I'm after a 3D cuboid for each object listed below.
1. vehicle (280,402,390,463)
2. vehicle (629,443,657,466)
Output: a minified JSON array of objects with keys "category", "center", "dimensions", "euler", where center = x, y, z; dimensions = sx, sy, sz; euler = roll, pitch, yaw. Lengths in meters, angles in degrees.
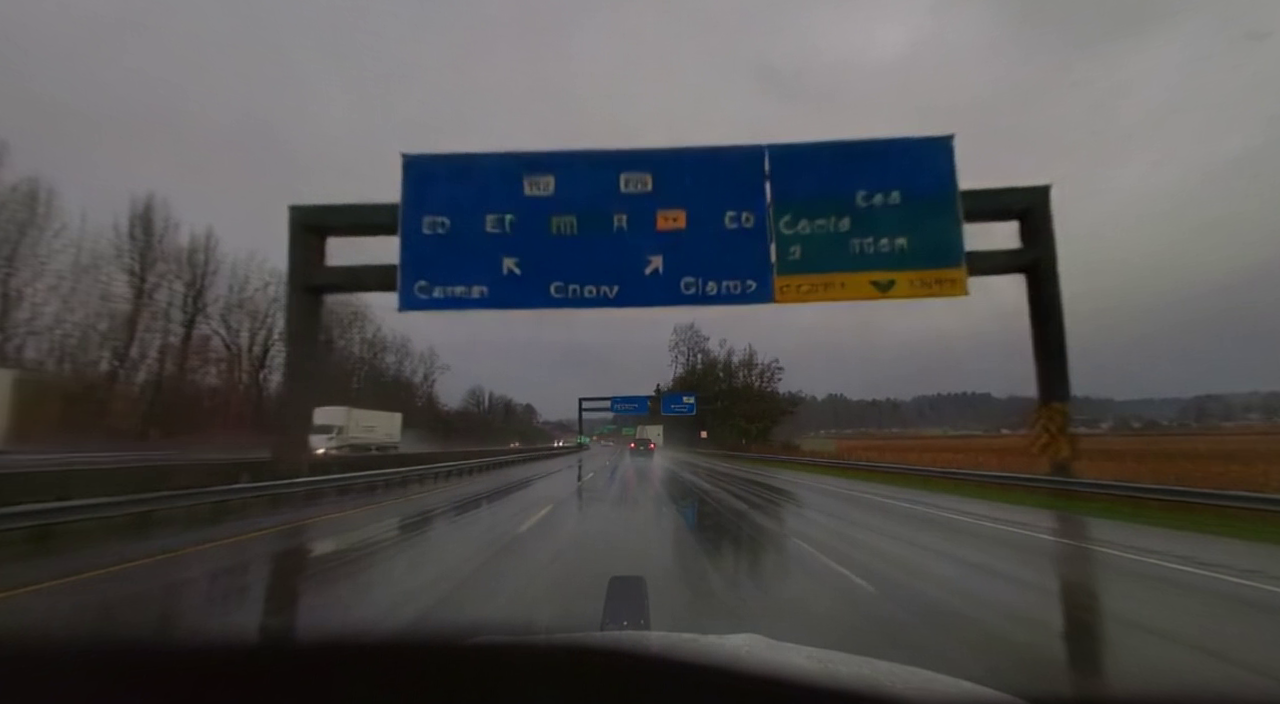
[{"category":"vehicle","center":[-22.087,6.055,46.403],"dimensions":[2.993,4.028,10.213],"euler":[0,-9,0]},{"category":"vehicle","center":[0.202,7.004,43.004],"dimensions":[1.859,1.478,3.799],"euler":[0,-8,0]}]
